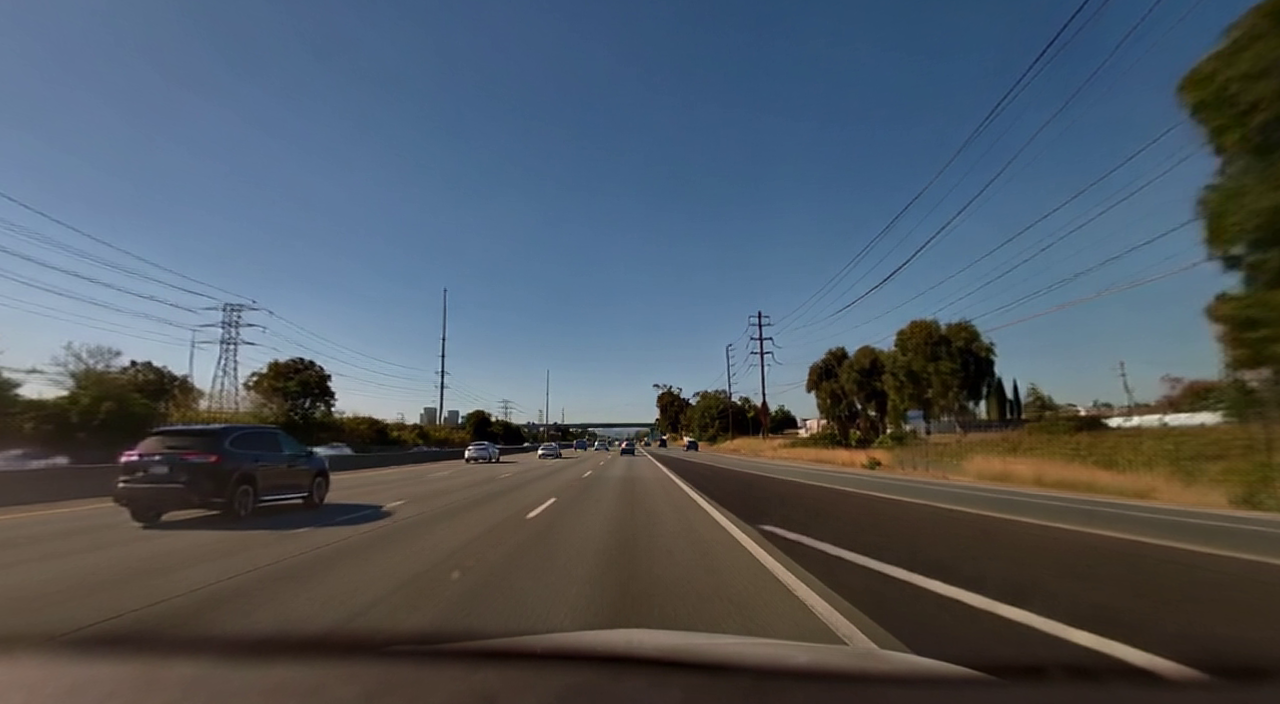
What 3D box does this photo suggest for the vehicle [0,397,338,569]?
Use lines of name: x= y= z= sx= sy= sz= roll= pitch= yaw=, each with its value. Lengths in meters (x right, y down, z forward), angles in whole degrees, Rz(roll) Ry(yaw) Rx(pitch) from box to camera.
vehicle: x=-6.869 y=1.784 z=9.422 sx=2.115 sy=1.799 sz=5.444 roll=0 pitch=-9 yaw=-1

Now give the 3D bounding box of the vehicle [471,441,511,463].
vehicle: x=-10.757 y=7.255 z=45.956 sx=1.887 sy=1.473 sz=4.352 roll=0 pitch=-9 yaw=0
